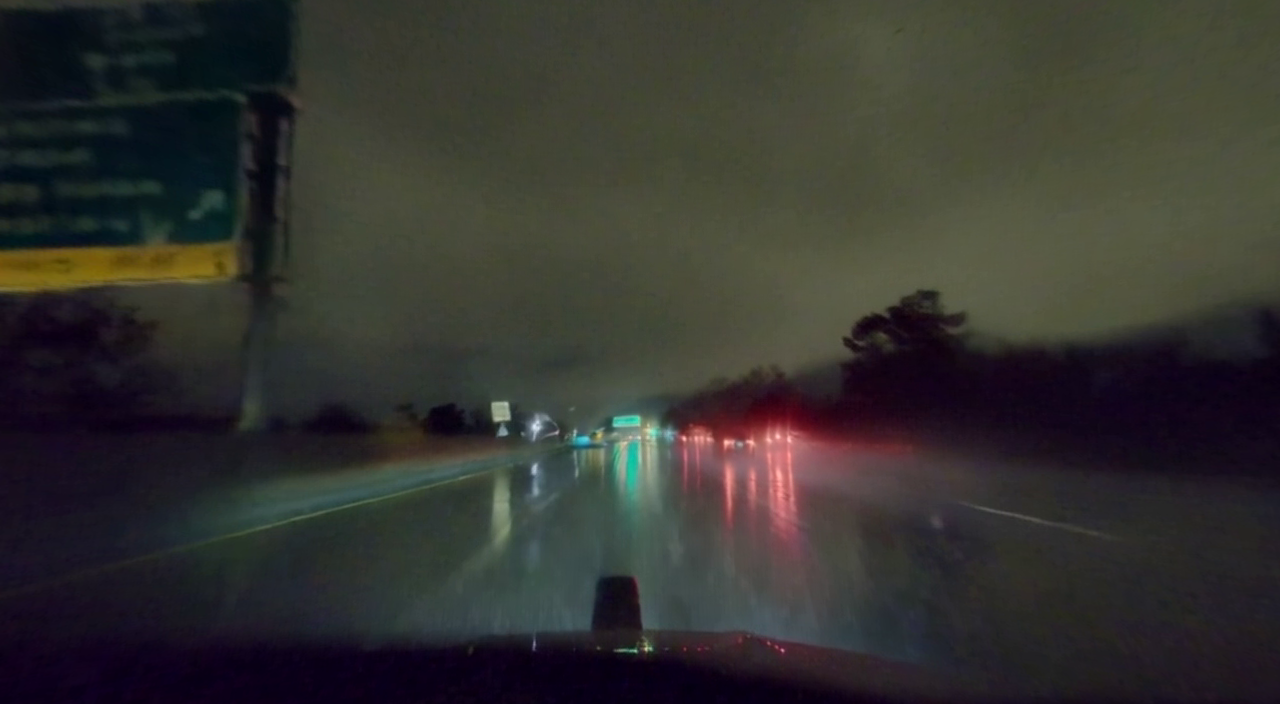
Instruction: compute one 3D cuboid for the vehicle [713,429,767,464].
[{"bbox_3d":[4.539,4.354,29.085,1.802,1.492,3.804,0,-8,-1],"label":"vehicle"}]
